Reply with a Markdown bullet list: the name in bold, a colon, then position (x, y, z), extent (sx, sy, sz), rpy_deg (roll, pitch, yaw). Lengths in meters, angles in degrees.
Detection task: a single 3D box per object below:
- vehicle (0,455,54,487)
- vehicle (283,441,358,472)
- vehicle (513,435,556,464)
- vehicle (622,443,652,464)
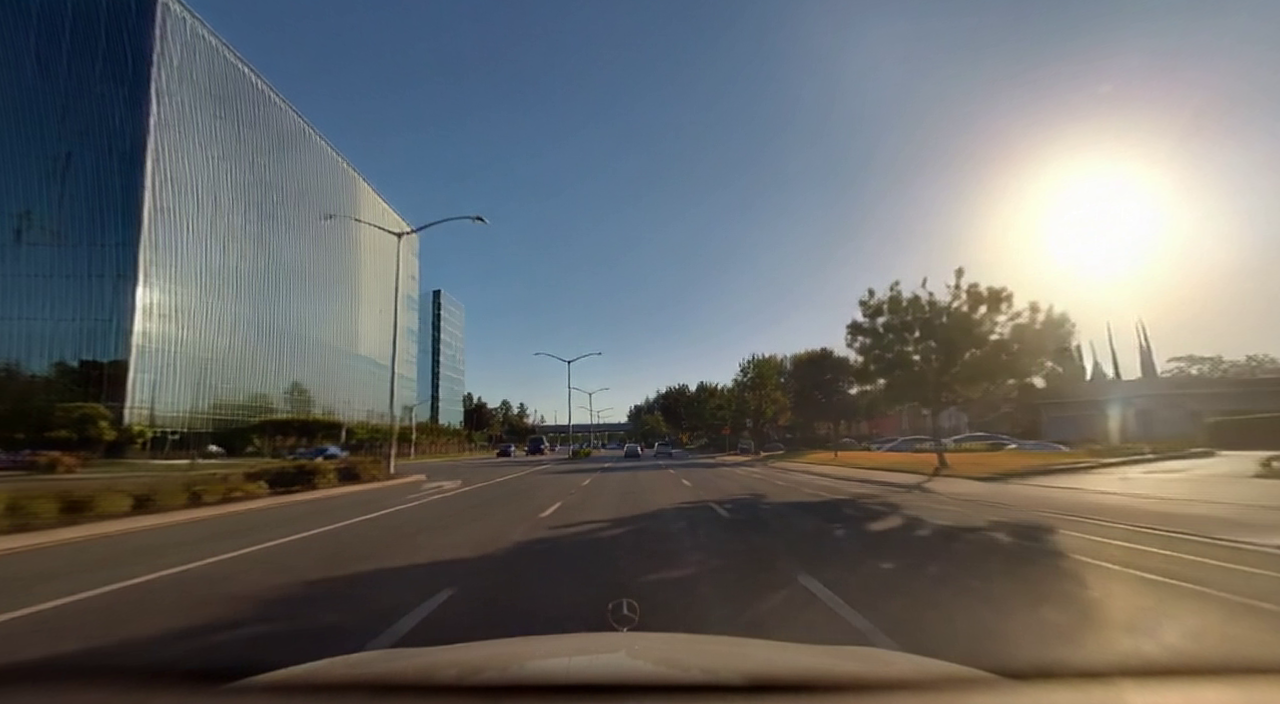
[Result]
- **vehicle**: position (-34.524, 6.436, 34.291), extent (4.090, 1.598, 1.906), rpy_deg (-2, -9, 14)
- **vehicle**: position (-21.291, 6.937, 42.380), extent (2.180, 1.902, 5.475), rpy_deg (0, -8, 0)
- **vehicle**: position (-8.234, 7.650, 49.911), extent (2.631, 1.990, 5.787), rpy_deg (-2, -7, -3)
- **vehicle**: position (-0.247, 7.197, 44.998), extent (2.080, 1.445, 4.096), rpy_deg (0, -8, -2)
